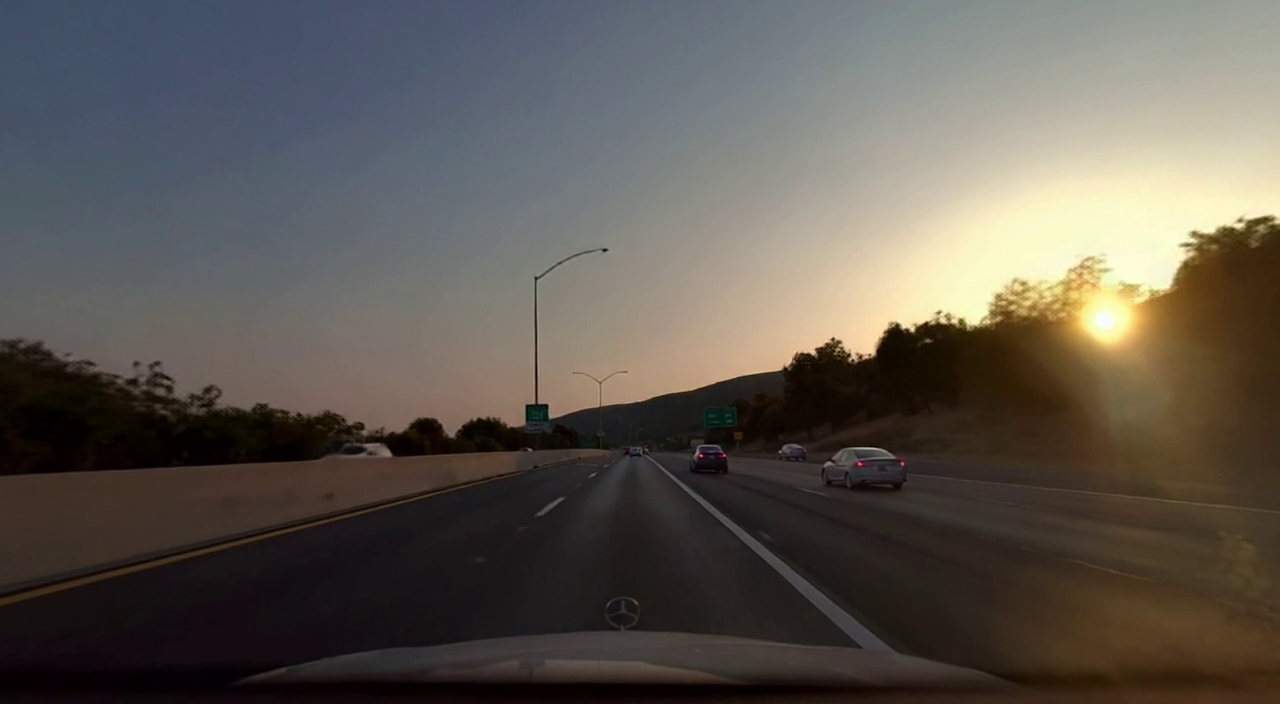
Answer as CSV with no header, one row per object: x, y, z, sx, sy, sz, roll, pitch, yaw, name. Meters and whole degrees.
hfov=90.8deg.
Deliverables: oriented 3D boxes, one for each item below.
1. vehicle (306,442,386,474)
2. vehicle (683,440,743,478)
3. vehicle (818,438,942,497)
-14.405,5.202,31.284,1.796,1.429,4.540,0,-8,0,vehicle
3.207,4.787,28.586,2.056,1.553,4.320,0,-9,-2,vehicle
6.855,3.329,18.589,2.038,1.528,3.910,0,-9,-1,vehicle
